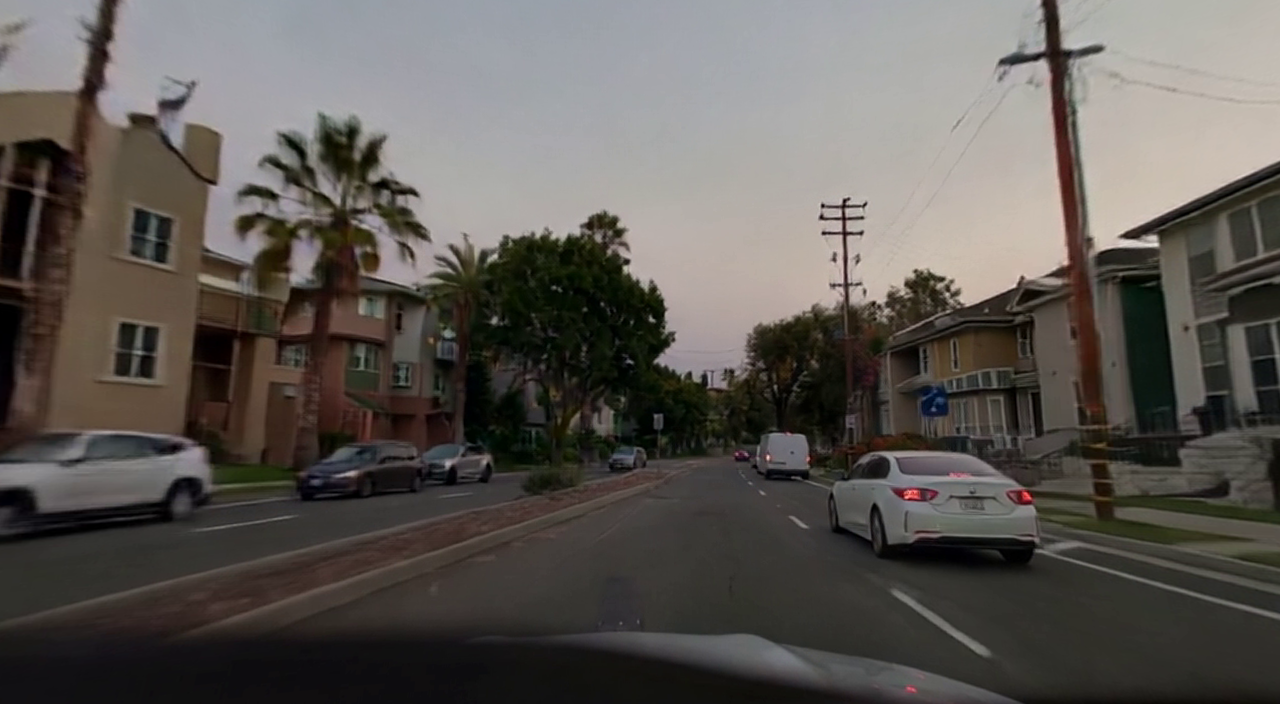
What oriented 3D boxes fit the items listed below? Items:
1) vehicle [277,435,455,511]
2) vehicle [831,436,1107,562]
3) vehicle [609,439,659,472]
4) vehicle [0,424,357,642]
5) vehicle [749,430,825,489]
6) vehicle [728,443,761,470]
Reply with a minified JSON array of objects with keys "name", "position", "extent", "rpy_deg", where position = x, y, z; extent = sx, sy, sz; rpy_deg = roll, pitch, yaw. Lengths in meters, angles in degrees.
[{"name":"vehicle","position":[-6.683,2.958,16.069],"extent":[2.023,1.518,4.388],"rpy_deg":[-3,-7,10]},{"name":"vehicle","position":[4.876,2.221,10.349],"extent":[2.096,1.552,4.519],"rpy_deg":[1,-9,0]},{"name":"vehicle","position":[-0.326,6.717,41.368],"extent":[2.069,1.820,4.388],"rpy_deg":[-4,-7,16]},{"name":"vehicle","position":[-5.236,1.537,6.613],"extent":[2.081,1.453,4.698],"rpy_deg":[-3,-6,6]},{"name":"vehicle","position":[5.451,4.061,24.076],"extent":[2.109,2.002,4.424],"rpy_deg":[0,-9,4]},{"name":"vehicle","position":[6.528,6.487,39.381],"extent":[1.923,1.576,4.026],"rpy_deg":[-1,-9,10]}]
